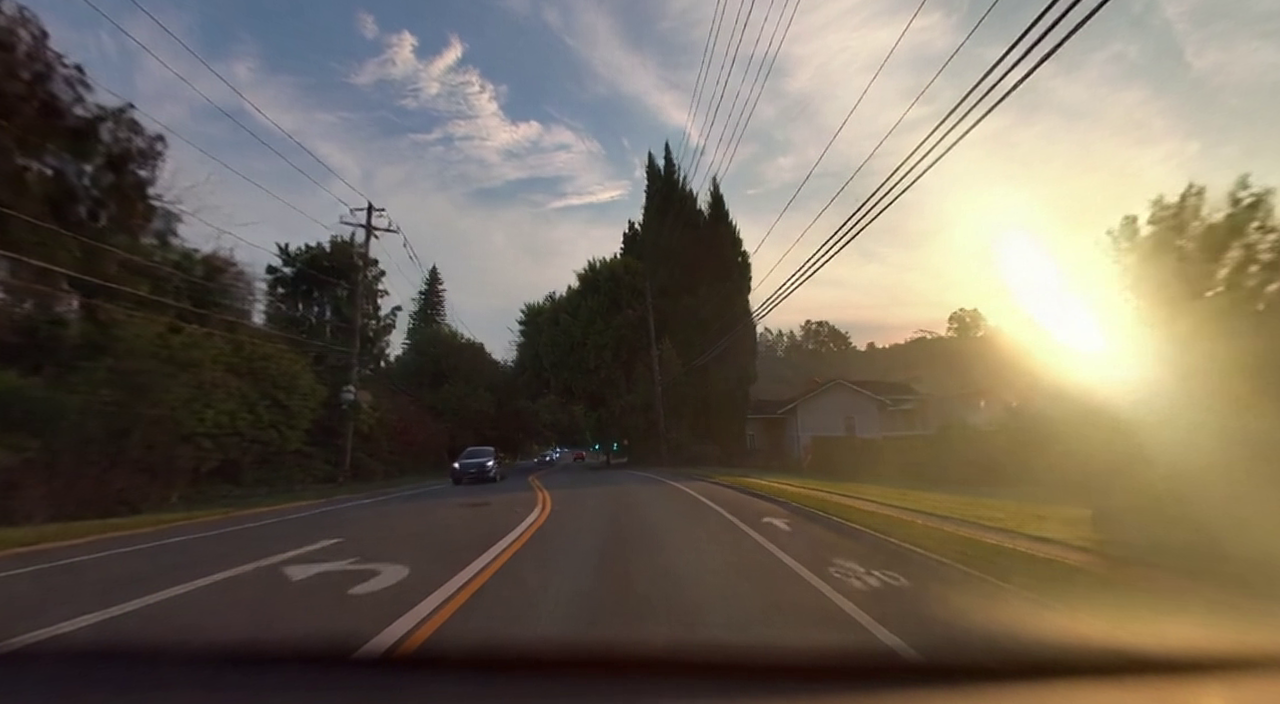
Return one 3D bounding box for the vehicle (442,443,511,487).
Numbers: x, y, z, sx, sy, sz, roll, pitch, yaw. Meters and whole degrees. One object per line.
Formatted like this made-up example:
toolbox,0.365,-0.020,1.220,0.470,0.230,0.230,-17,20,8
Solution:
vehicle,-7.560,5.238,29.745,2.220,1.817,4.839,0,-8,-3
